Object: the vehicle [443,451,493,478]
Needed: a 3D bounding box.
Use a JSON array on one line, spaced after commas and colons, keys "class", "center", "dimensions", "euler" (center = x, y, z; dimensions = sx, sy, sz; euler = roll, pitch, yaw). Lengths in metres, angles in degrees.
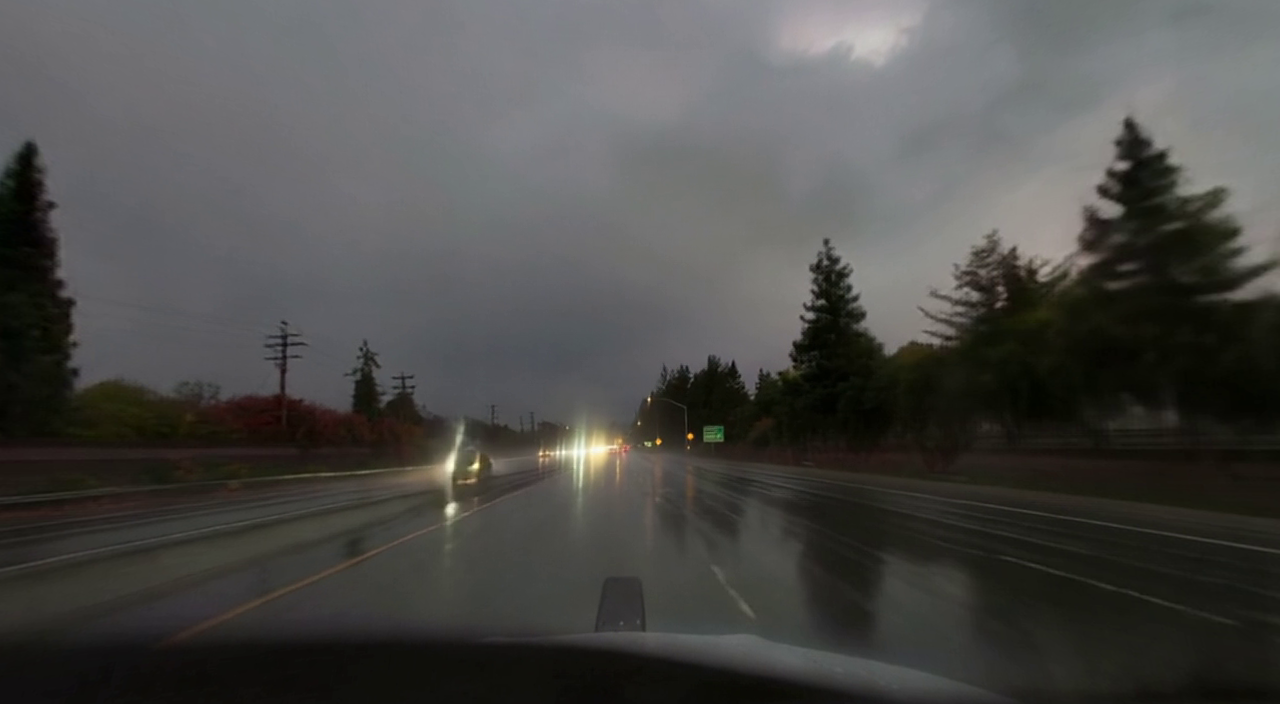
[{"class": "vehicle", "center": [-10.459, 6.846, 38.611], "dimensions": [1.943, 1.477, 4.489], "euler": [0, -9, -2]}]
